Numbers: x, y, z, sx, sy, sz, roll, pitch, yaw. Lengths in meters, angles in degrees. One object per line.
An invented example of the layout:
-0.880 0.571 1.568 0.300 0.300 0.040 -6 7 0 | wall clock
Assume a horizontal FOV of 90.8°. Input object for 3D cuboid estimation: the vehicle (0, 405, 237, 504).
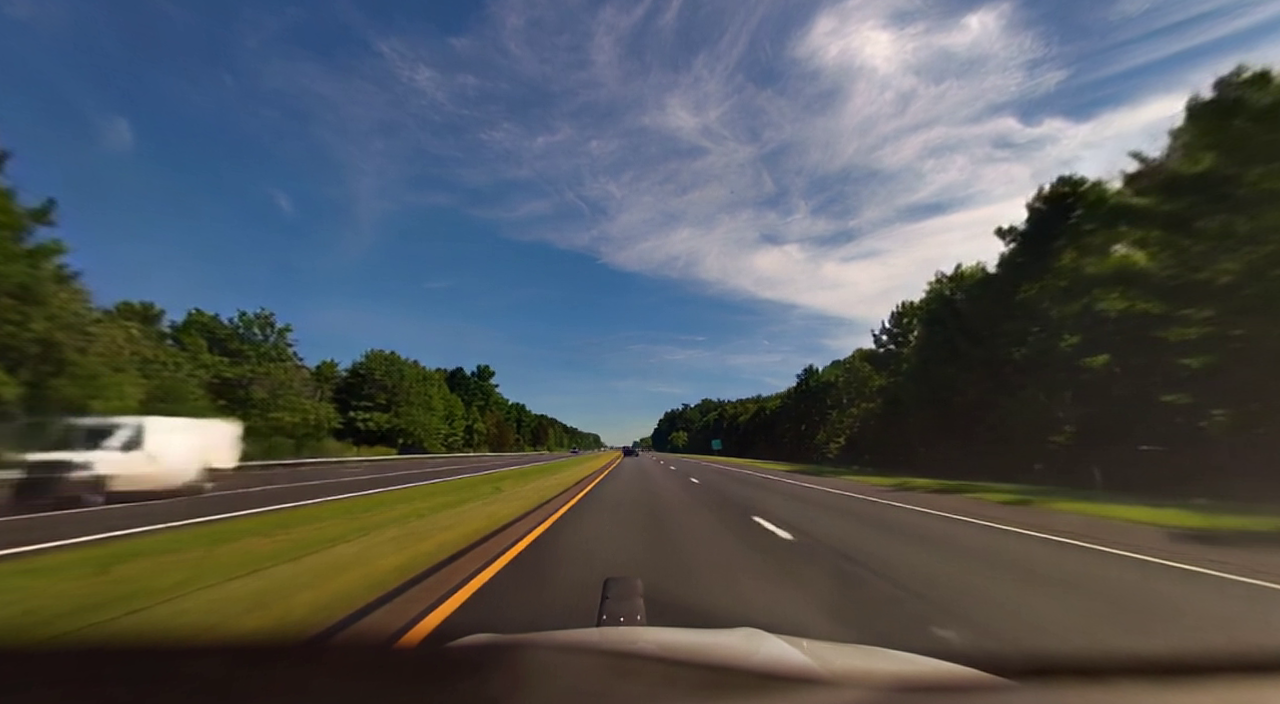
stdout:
-12.160 2.369 14.741 2.133 1.882 5.138 0 -9 -1 | vehicle
